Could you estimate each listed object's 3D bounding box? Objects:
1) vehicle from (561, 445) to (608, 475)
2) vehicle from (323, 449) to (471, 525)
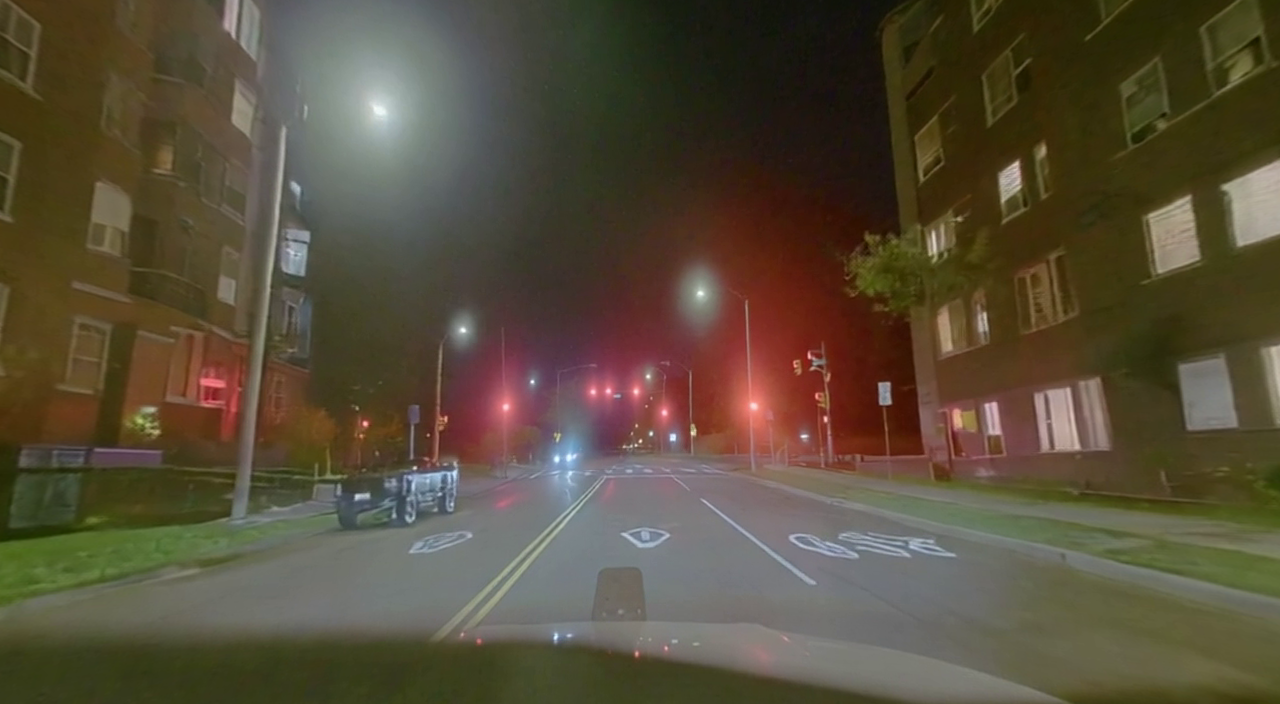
[{"bbox_3d":[-2.840,5.658,33.314,2.029,1.438,4.313,0,-8,1],"label":"vehicle"},{"bbox_3d":[-5.823,3.241,15.806,1.947,1.473,4.397,-3,-9,1],"label":"vehicle"}]
